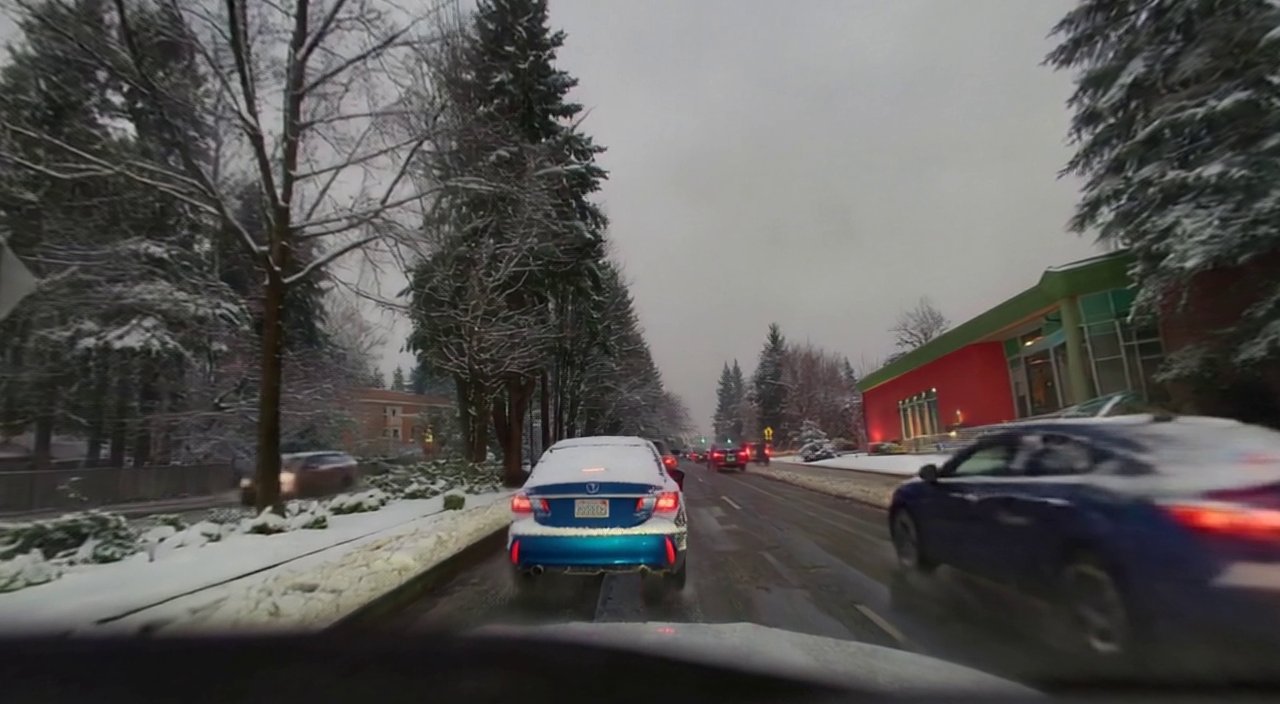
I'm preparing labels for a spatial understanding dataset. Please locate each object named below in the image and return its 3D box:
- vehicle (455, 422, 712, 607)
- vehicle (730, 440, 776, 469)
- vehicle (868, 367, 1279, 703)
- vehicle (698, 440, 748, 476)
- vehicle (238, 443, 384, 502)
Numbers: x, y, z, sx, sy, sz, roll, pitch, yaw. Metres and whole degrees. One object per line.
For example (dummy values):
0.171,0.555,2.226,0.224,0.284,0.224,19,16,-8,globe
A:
-0.471,1.642,7.250,2.111,1.506,4.018,0,-8,0,vehicle
7.804,7.097,43.741,2.253,1.854,5.409,0,-9,1,vehicle
3.608,1.199,5.061,1.971,1.637,4.317,0,-8,1,vehicle
4.097,5.302,31.643,1.946,1.648,4.230,0,-9,1,vehicle
-11.964,4.388,23.472,2.257,1.904,5.751,0,-9,1,vehicle
